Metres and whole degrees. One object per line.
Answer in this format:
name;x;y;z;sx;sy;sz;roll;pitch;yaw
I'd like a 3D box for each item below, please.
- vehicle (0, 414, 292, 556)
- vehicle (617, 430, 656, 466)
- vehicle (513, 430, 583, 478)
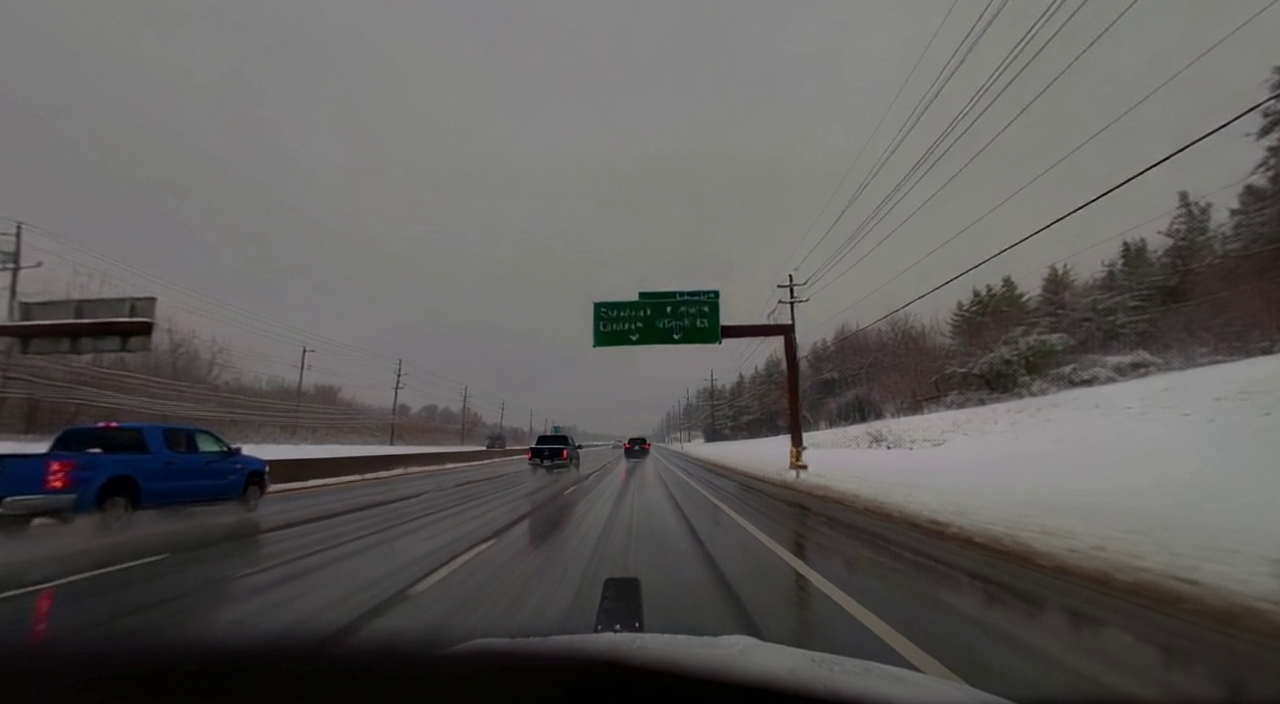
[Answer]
vehicle;-7.499;1.844;9.467;2.013;1.609;4.446;0;-8;0
vehicle;-0.210;6.093;40.296;2.358;2.144;4.713;0;-8;0
vehicle;-3.743;4.289;26.828;2.204;1.812;5.289;0;-8;0
